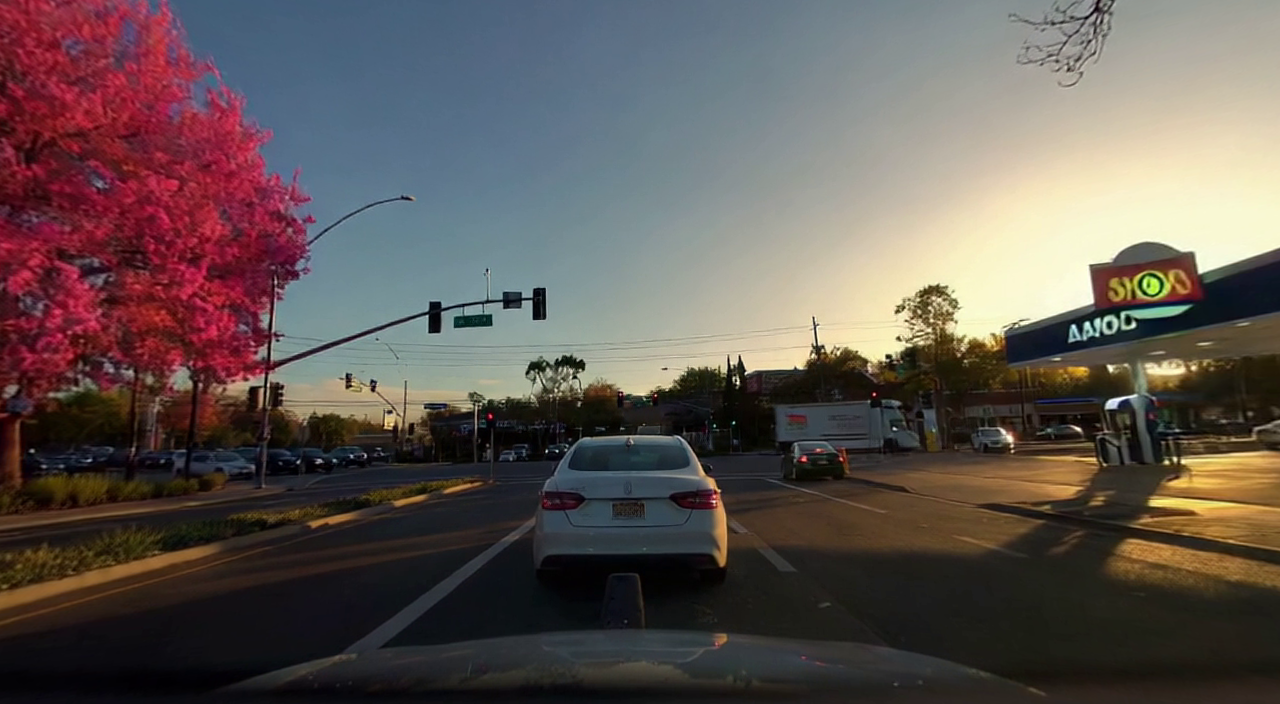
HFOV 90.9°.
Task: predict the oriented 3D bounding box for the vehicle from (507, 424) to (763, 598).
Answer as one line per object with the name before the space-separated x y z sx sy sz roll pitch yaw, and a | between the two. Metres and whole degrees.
vehicle | -0.066 1.674 7.546 2.213 1.482 4.057 0 -8 -1

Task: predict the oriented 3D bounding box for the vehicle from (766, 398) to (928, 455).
vehicle | 15.033 5.569 46.253 10.890 3.868 3.021 -4 -9 25

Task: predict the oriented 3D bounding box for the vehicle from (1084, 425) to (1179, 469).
vehicle | 18.583 3.568 23.753 4.300 1.495 2.053 8 -11 -43

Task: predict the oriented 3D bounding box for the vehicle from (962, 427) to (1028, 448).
vehicle | 27.334 6.598 48.654 3.968 1.572 1.740 0 -9 3

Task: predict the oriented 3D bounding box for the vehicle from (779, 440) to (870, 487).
vehicle | 6.484 3.953 22.675 1.942 1.511 4.390 0 -8 0

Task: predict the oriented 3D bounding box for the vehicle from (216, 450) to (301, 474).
vehicle | -25.074 7.239 41.512 4.609 1.465 1.944 -2 -8 12
